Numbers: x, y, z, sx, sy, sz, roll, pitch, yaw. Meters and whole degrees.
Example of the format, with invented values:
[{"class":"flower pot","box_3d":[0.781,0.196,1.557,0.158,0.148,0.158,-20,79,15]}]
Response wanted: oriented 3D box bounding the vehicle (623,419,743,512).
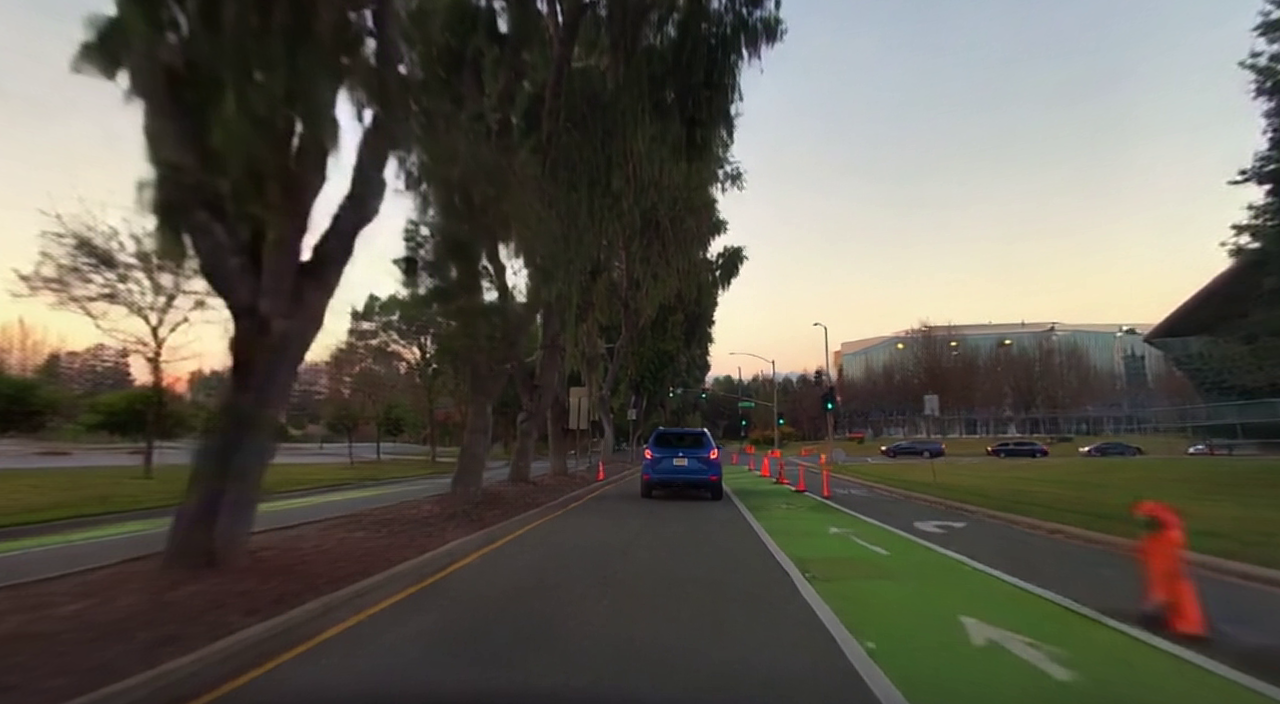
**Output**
[{"class":"vehicle","box_3d":[0.978,2.540,14.663,2.339,1.790,4.629,0,-8,4]}]
